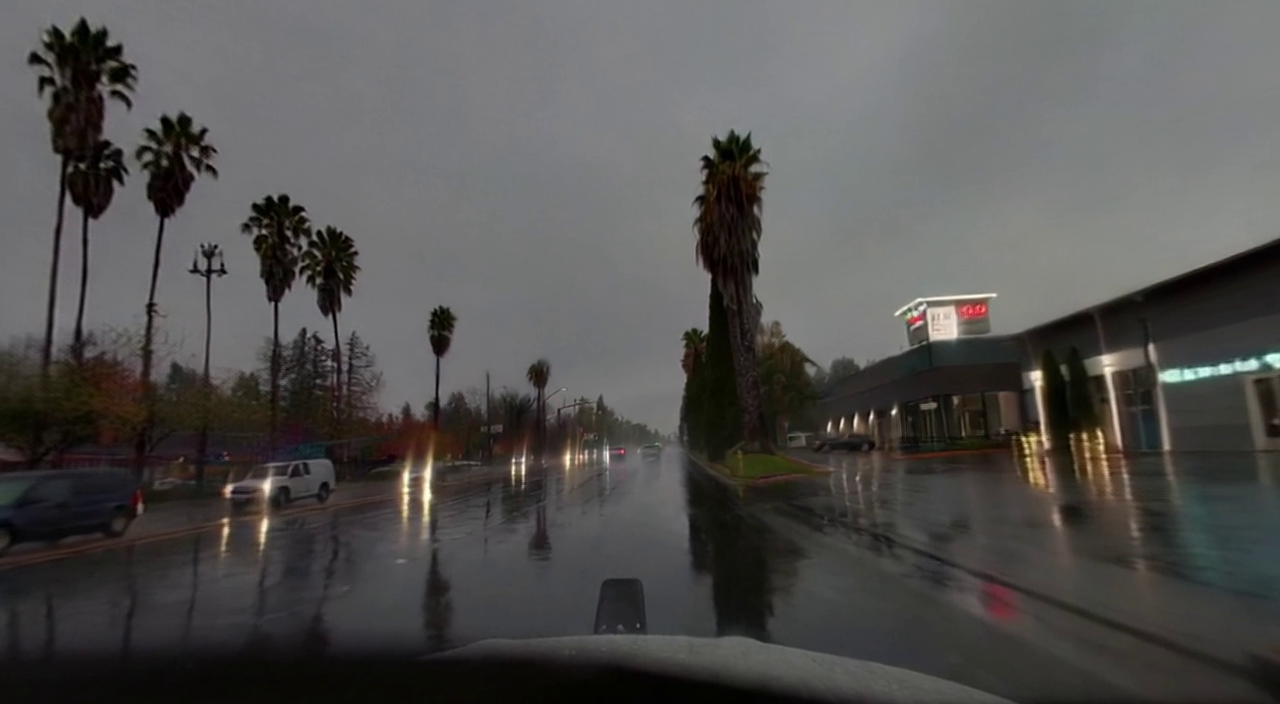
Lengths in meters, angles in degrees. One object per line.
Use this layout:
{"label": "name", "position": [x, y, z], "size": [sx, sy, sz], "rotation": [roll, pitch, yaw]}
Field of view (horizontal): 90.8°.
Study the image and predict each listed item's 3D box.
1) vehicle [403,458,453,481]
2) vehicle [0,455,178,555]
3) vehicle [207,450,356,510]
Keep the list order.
{"label": "vehicle", "position": [-15.340, 8.507, 45.927], "size": [1.940, 1.492, 4.495], "rotation": [0, -8, 1]}
{"label": "vehicle", "position": [-12.525, 3.062, 13.255], "size": [2.199, 1.696, 4.440], "rotation": [0, -8, 1]}
{"label": "vehicle", "position": [-12.433, 4.422, 22.421], "size": [2.306, 1.807, 4.927], "rotation": [0, -8, 1]}
